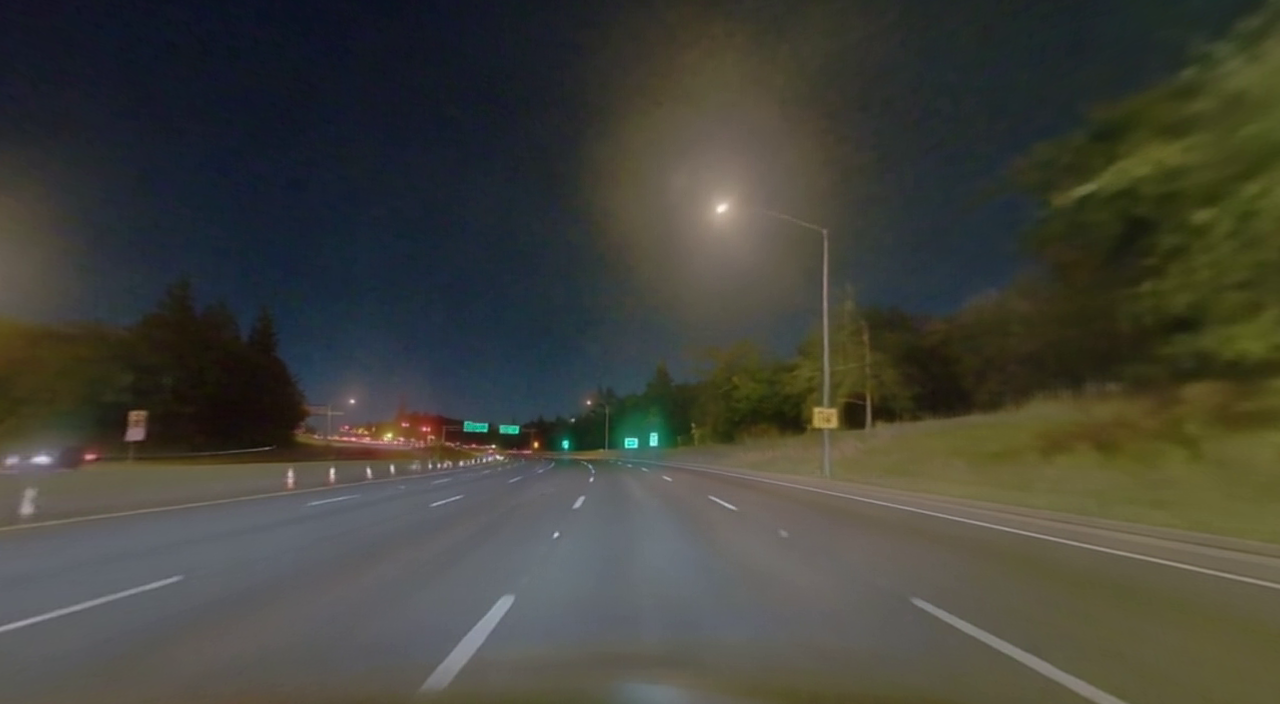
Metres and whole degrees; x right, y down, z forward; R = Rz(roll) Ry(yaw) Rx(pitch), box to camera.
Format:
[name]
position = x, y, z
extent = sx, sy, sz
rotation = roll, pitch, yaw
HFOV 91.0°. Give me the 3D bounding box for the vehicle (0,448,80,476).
[vehicle]
position = -38.829, 6.968, 40.235
extent = 1.954, 1.665, 4.692
rotation = 0, -9, -3
